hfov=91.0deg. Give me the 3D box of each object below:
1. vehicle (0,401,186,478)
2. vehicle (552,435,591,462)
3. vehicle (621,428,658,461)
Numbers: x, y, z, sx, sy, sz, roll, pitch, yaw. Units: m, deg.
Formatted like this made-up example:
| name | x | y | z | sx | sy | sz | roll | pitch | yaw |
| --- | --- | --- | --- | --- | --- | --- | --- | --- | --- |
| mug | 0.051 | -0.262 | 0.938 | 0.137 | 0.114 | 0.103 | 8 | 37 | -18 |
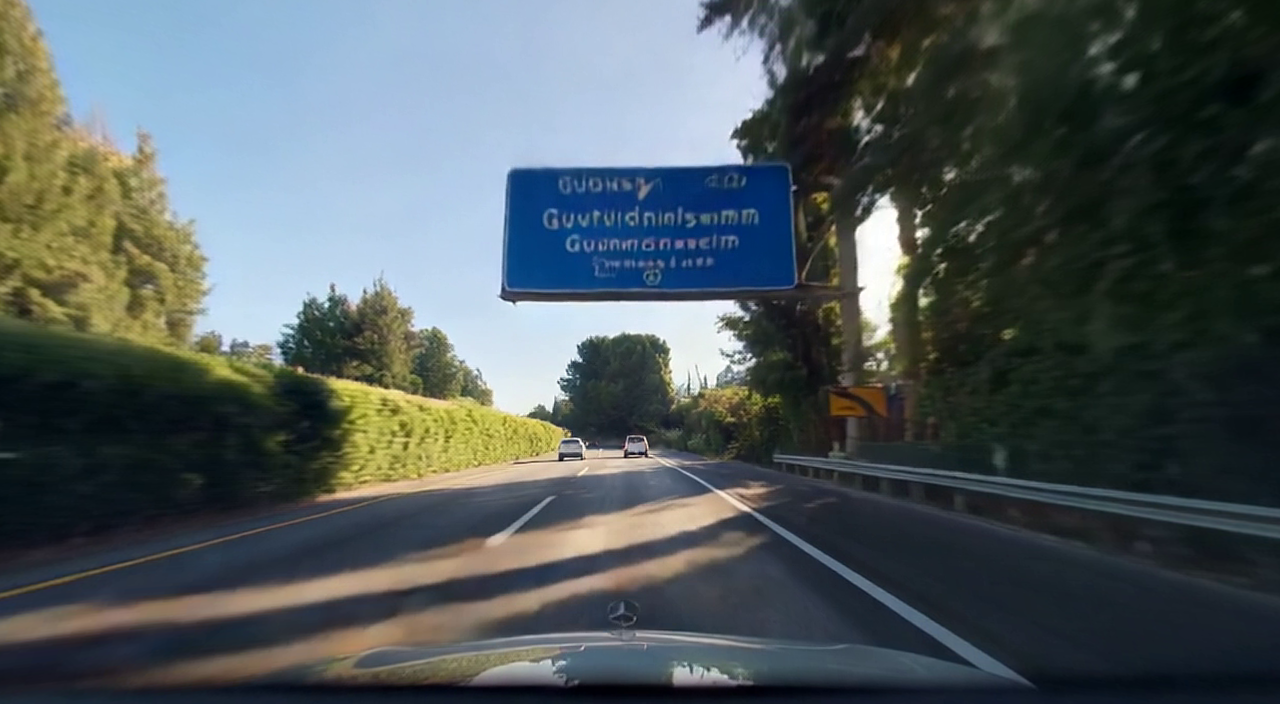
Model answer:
| name | x | y | z | sx | sy | sz | roll | pitch | yaw |
| --- | --- | --- | --- | --- | --- | --- | --- | --- | --- |
| vehicle | -16.966 | 2.688 | 19.444 | 2.246 | 2.061 | 4.905 | 0 | -8 | -1 |
| vehicle | -4.251 | 6.079 | 39.752 | 2.062 | 1.567 | 4.117 | 0 | -8 | -1 |
| vehicle | -0.111 | 5.843 | 39.930 | 2.223 | 1.957 | 4.416 | 0 | -8 | -2 |
